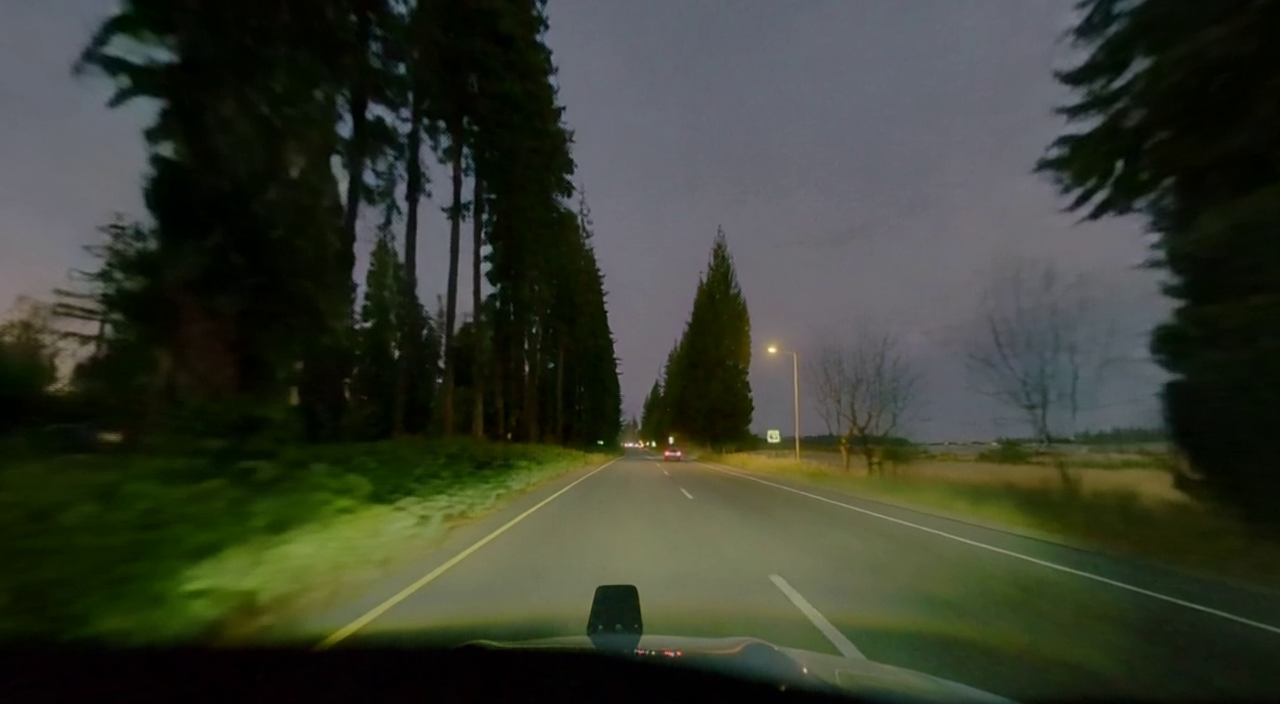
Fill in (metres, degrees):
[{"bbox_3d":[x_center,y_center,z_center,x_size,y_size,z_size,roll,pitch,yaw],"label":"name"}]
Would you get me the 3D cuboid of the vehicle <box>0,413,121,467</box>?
[{"bbox_3d":[-22.203,3.259,23.226,2.055,1.776,4.879,0,-8,0],"label":"vehicle"}]
